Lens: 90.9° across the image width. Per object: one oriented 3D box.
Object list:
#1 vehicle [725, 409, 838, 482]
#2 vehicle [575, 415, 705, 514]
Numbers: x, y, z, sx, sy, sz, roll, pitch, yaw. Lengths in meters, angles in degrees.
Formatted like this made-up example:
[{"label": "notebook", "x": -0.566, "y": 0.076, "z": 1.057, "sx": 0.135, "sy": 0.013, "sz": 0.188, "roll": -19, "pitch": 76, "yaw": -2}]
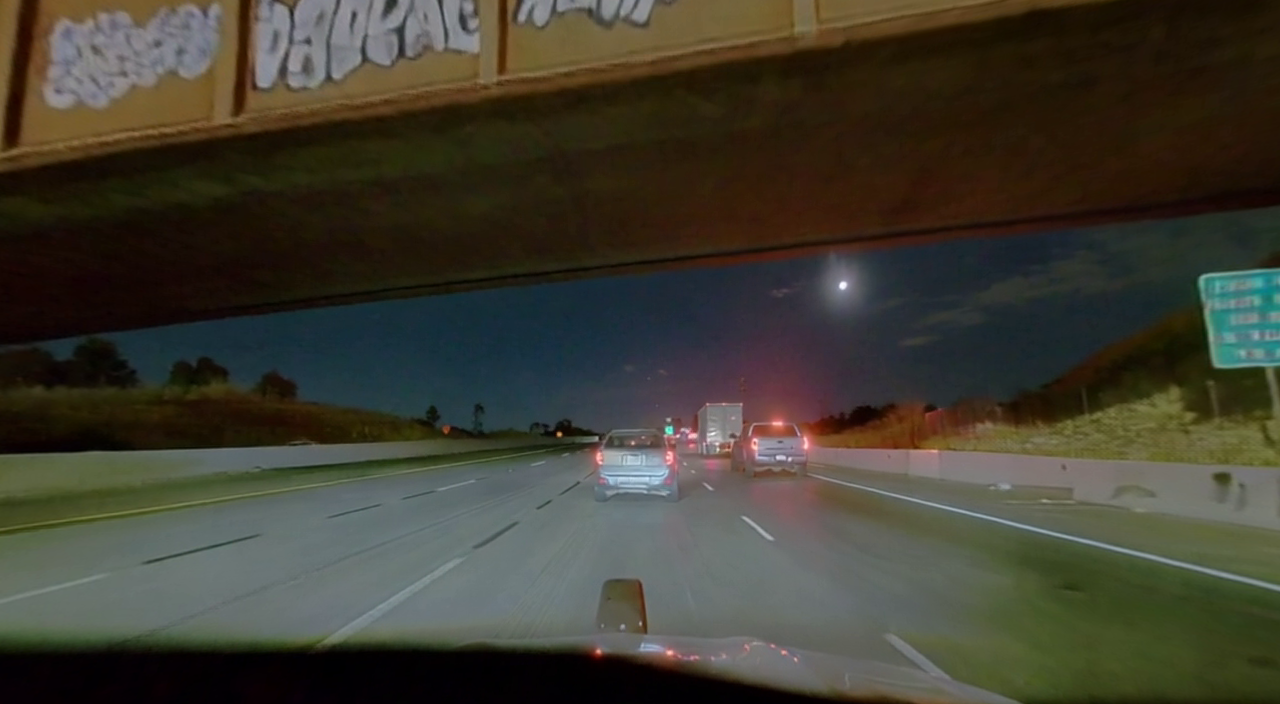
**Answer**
[{"label": "vehicle", "x": 4.229, "y": 2.956, "z": 20.023, "sx": 2.311, "sy": 1.922, "sz": 5.977, "roll": -1, "pitch": -8, "yaw": 1}, {"label": "vehicle", "x": 0.024, "y": 2.186, "z": 12.686, "sx": 2.193, "sy": 1.651, "sz": 3.946, "roll": -1, "pitch": -8, "yaw": 1}]
